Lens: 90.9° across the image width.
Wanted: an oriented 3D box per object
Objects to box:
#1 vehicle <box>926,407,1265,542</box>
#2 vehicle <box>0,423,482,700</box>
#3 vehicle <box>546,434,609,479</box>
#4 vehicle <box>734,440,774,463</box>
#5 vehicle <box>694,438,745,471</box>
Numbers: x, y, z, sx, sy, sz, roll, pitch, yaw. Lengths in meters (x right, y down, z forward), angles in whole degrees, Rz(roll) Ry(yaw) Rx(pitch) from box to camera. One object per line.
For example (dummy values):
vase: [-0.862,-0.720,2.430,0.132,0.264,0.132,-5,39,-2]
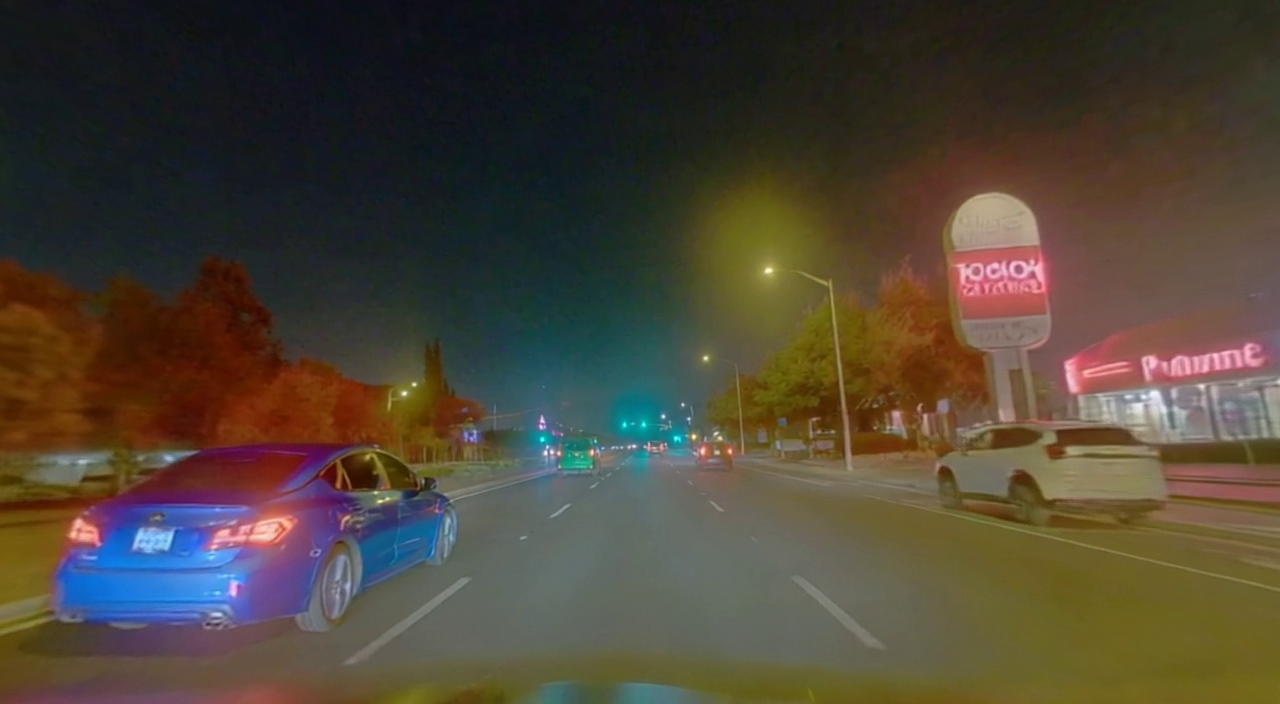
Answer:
vehicle: [7.239,2.011,10.973,2.198,1.788,4.941,0,-8,0]
vehicle: [-3.131,1.486,5.849,1.956,1.460,4.802,-1,-8,2]
vehicle: [-2.638,4.570,27.853,2.193,1.788,4.603,-1,-8,1]
vehicle: [7.804,6.831,43.504,1.942,1.481,4.447,0,-9,0]
vehicle: [3.886,5.087,31.476,1.904,1.490,4.299,0,-8,0]
